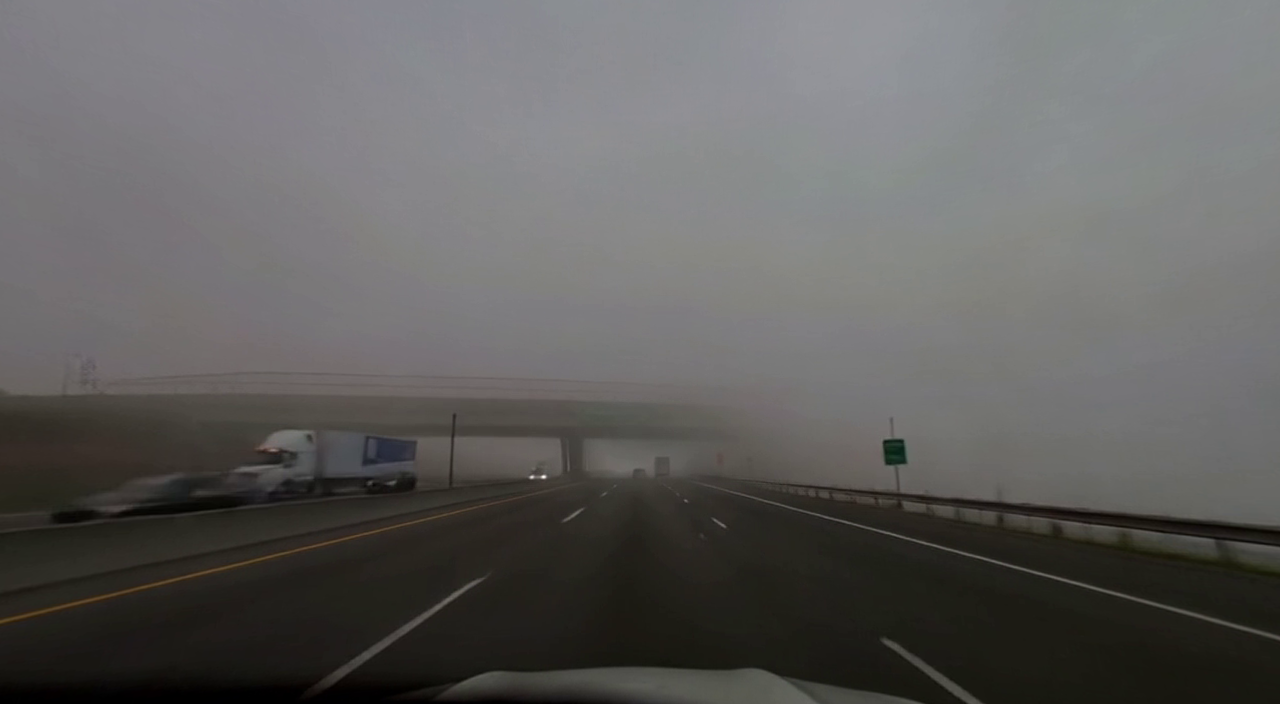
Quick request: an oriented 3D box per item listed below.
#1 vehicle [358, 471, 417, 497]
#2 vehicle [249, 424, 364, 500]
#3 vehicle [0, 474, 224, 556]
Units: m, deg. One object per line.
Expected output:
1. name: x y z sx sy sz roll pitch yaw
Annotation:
1. vehicle: -16.143 8.468 40.538 1.938 1.477 4.455 1 -10 1
2. vehicle: -20.624 6.936 39.594 2.945 4.265 7.006 0 -11 2
3. vehicle: -12.019 3.538 14.277 1.925 1.436 4.717 1 -10 0
